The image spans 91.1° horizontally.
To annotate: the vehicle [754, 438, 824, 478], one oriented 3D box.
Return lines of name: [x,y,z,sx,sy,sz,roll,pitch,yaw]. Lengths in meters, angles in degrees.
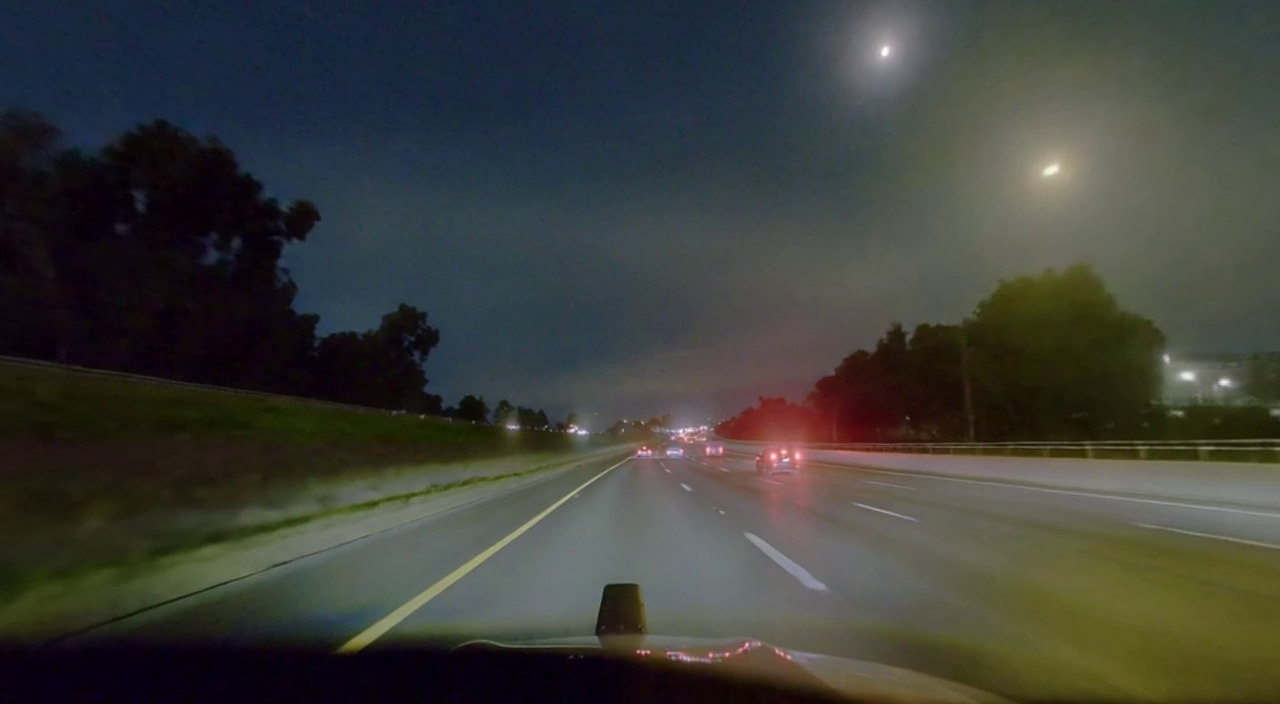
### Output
vehicle: [6.899,4.946,29.626,2.048,1.697,4.689,0,-8,-1]
